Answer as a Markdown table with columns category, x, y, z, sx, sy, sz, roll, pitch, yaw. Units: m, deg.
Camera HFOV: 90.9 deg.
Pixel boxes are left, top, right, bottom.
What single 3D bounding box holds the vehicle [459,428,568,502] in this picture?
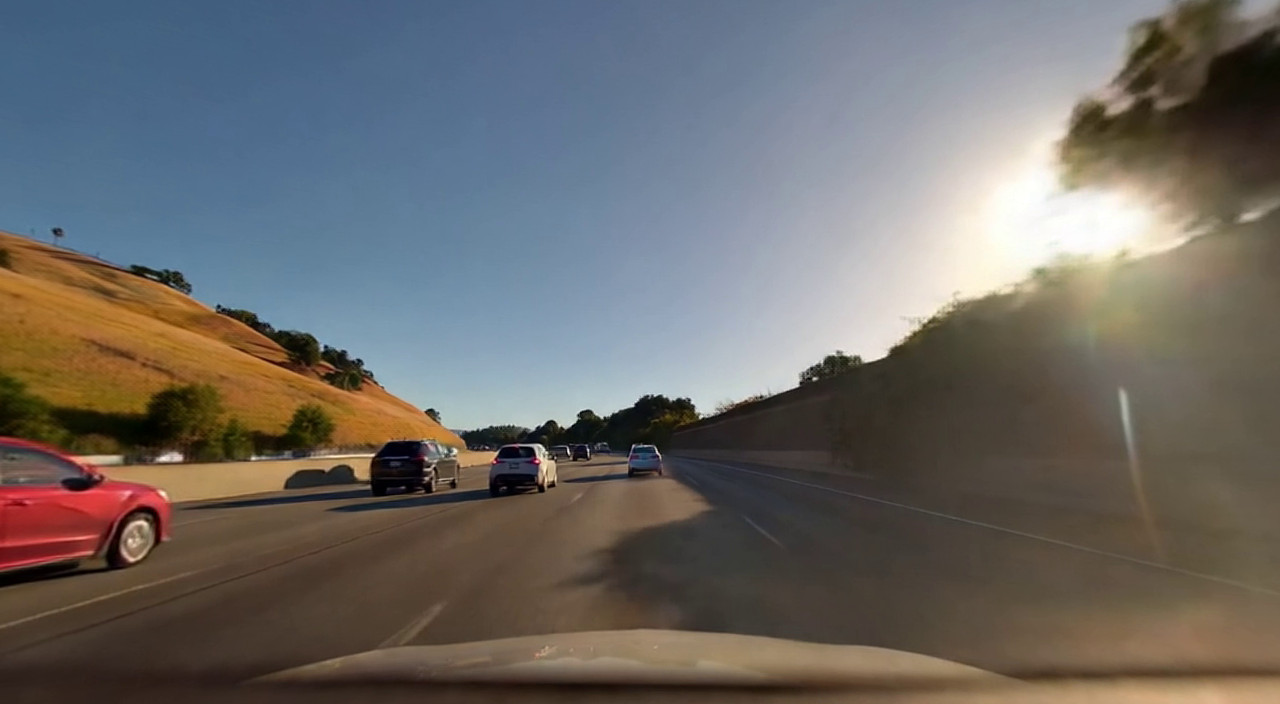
| category | x | y | z | sx | sy | sz | roll | pitch | yaw |
| --- | --- | --- | --- | --- | --- | --- | --- | --- | --- |
| vehicle | -3.422 | 3.177 | 18.104 | 2.093 | 1.820 | 4.506 | 0 | -9 | 1 |

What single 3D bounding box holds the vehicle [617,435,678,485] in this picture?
| category | x | y | z | sx | sy | sz | roll | pitch | yaw |
| --- | --- | --- | --- | --- | --- | --- | --- | --- | --- |
| vehicle | 0.276 | 4.327 | 25.515 | 2.233 | 1.804 | 4.273 | 0 | -9 | 0 |

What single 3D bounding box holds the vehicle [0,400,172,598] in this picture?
| category | x | y | z | sx | sy | sz | roll | pitch | yaw |
| --- | --- | --- | --- | --- | --- | --- | --- | --- | --- |
| vehicle | -6.989 | 1.296 | 5.443 | 2.215 | 1.797 | 4.666 | 0 | -9 | 1 |

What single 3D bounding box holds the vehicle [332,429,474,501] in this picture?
| category | x | y | z | sx | sy | sz | roll | pitch | yaw |
| --- | --- | --- | --- | --- | --- | --- | --- | --- | --- |
| vehicle | -6.860 | 3.343 | 19.082 | 2.108 | 1.856 | 5.214 | 0 | -9 | 2 |

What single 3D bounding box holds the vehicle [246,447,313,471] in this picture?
| category | x | y | z | sx | sy | sz | roll | pitch | yaw |
| --- | --- | --- | --- | --- | --- | --- | --- | --- | --- |
| vehicle | -27.776 | 8.220 | 48.805 | 2.131 | 1.696 | 5.013 | 0 | -9 | 0 |
